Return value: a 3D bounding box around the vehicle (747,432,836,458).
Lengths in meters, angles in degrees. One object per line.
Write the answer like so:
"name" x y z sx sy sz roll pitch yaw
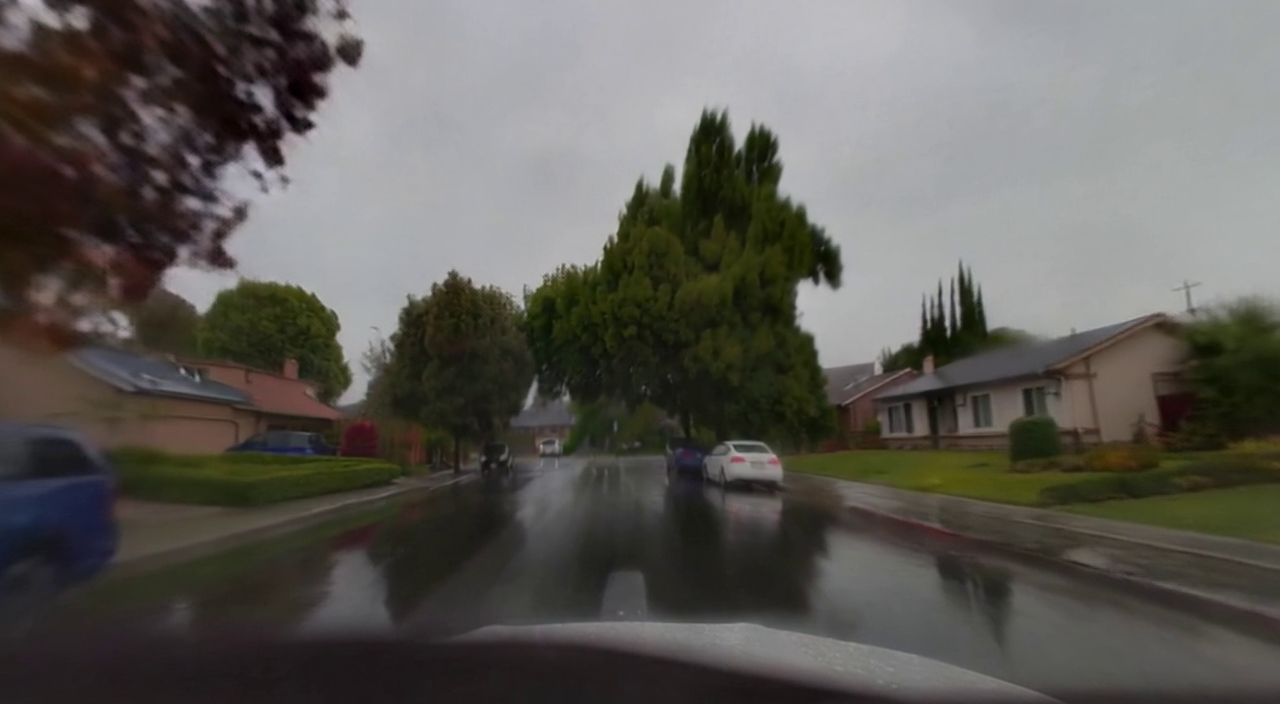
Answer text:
"vehicle" 9.154 5.649 38.285 4.940 1.477 2.015 3 -8 -21

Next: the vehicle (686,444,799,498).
"vehicle" 3.016 3.631 19.831 1.984 1.437 4.726 0 -8 -11

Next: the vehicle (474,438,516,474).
"vehicle" -8.242 5.842 35.734 1.976 1.855 4.299 3 -8 -16

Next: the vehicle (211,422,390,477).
"vehicle" -13.736 3.988 26.094 6.197 1.824 2.113 0 -9 -19

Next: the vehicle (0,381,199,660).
"vehicle" -5.375 1.046 3.735 2.215 1.859 4.765 1 -8 -3
